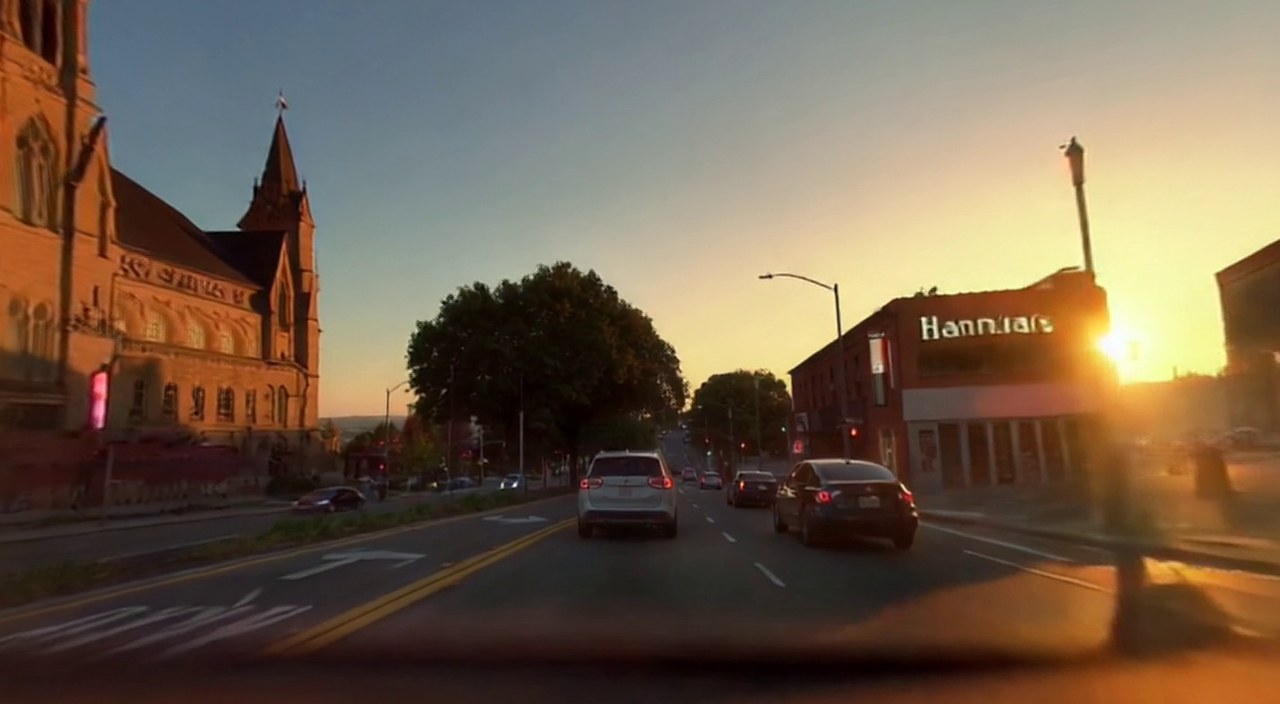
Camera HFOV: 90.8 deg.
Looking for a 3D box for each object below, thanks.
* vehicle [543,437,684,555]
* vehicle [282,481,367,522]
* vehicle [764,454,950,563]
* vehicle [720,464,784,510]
[{"bbox_3d":[-0.359,2.539,11.879,2.168,1.776,4.135,-1,-8,2],"label":"vehicle"},{"bbox_3d":[-15.931,7.546,32.222,1.901,1.532,4.733,-1,-7,1],"label":"vehicle"},{"bbox_3d":[3.562,2.619,11.373,1.883,1.472,4.471,-1,-8,2],"label":"vehicle"},{"bbox_3d":[4.289,5.232,24.890,1.890,1.491,4.166,-1,-8,2],"label":"vehicle"}]
